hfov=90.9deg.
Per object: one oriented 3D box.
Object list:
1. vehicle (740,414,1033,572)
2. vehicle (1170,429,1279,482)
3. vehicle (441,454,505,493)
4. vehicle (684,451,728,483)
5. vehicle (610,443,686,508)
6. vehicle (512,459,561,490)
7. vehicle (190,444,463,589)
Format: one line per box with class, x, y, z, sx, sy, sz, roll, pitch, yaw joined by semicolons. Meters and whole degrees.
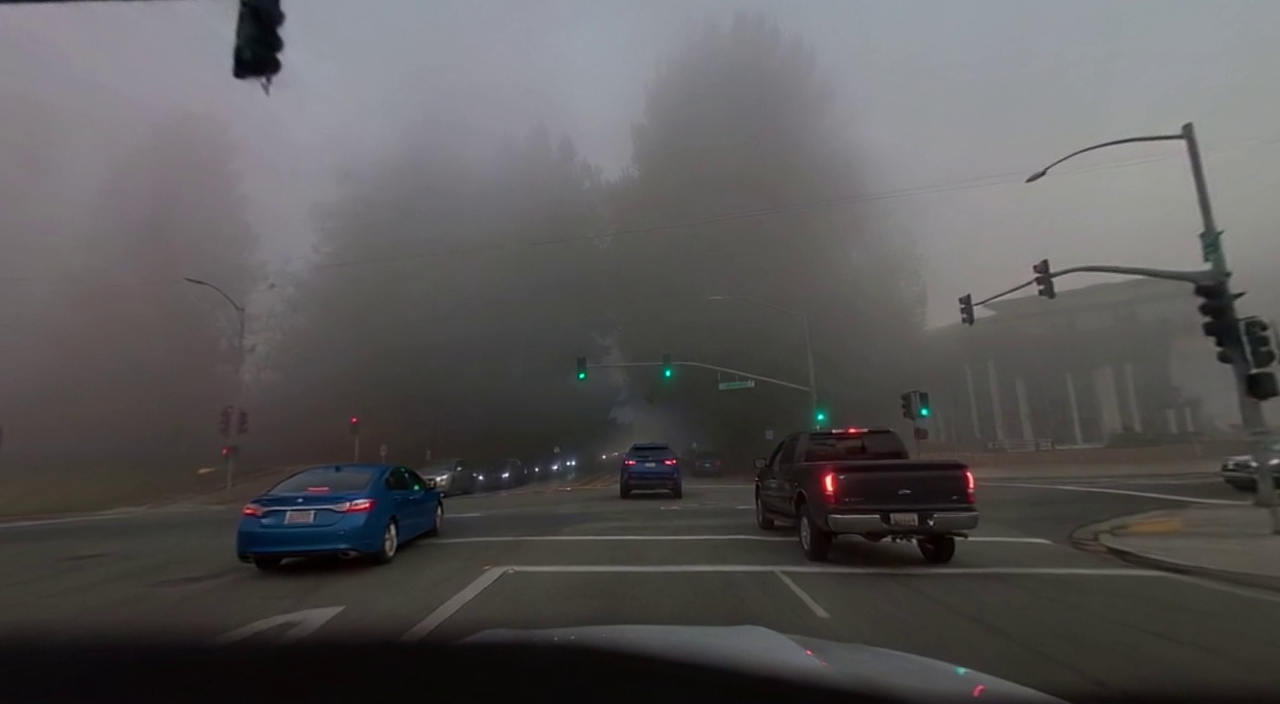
vehicle;3.404;2.111;10.515;2.571;1.857;5.841;0;-8;0
vehicle;25.048;4.095;25.259;5.370;1.974;2.299;-1;-9;3
vehicle;-8.920;6.502;34.104;2.069;1.717;4.658;-4;-9;1
vehicle;4.321;7.585;42.091;2.408;1.908;5.355;0;-8;0
vehicle;0.262;3.722;19.544;2.113;1.768;3.901;0;-8;1
vehicle;-5.526;6.596;34.074;1.882;1.342;3.755;-4;-9;1
vehicle;-3.935;2.067;9.028;1.909;1.476;4.751;1;-8;-6
